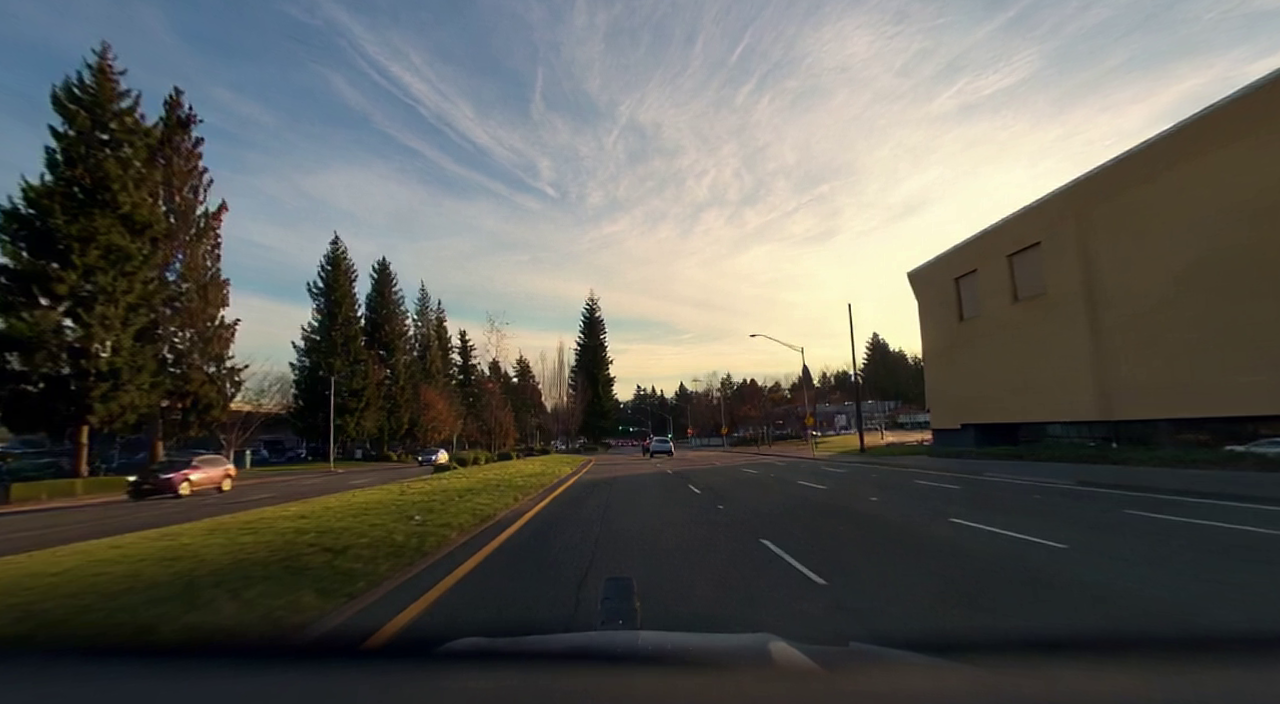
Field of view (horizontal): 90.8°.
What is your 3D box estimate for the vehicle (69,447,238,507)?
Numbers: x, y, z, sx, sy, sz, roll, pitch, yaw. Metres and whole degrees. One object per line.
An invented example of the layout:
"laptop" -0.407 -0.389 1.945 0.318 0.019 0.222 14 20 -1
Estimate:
"vehicle" -18.589 4.751 24.648 2.155 2.011 5.707 0 -8 -2
